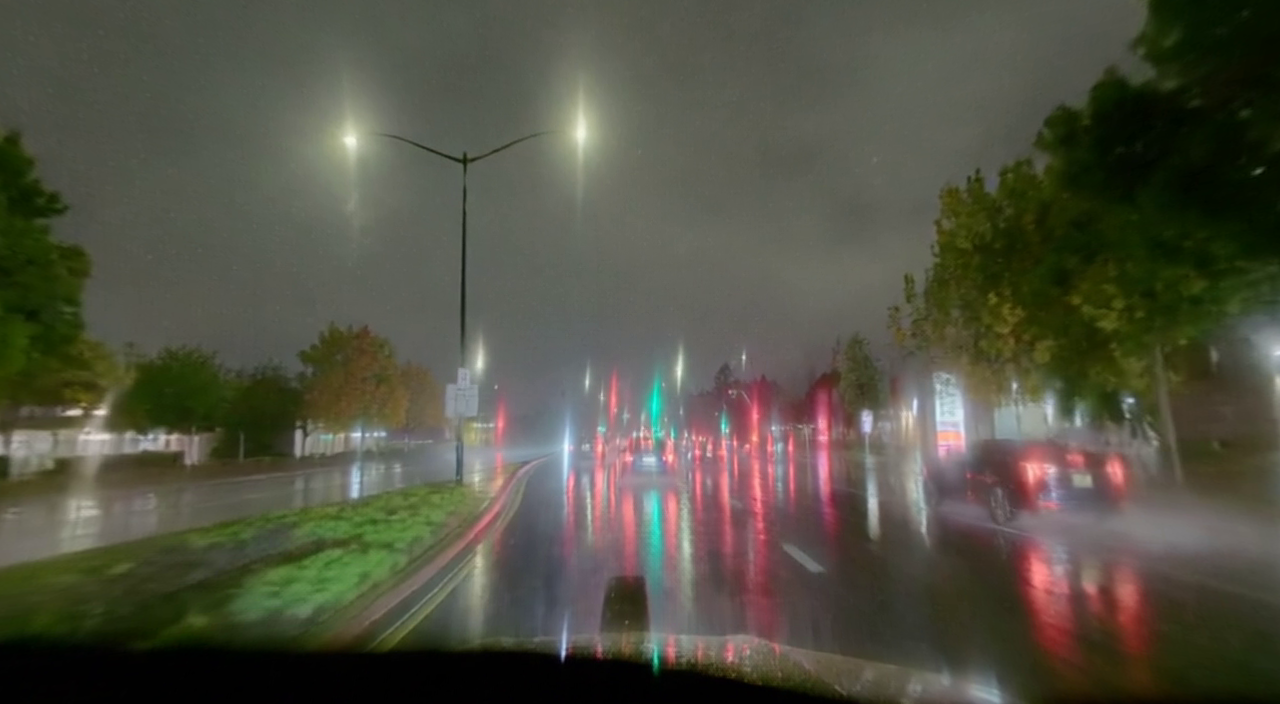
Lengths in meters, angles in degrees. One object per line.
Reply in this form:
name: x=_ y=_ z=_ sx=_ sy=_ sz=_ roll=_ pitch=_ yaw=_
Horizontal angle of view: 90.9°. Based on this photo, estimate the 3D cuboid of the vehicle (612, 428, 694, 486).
vehicle: x=0.370 y=2.987 z=18.175 sx=2.096 sy=1.473 sz=3.893 roll=0 pitch=-8 yaw=1

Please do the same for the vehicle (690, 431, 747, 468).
vehicle: x=3.521 y=4.449 z=28.941 sx=1.988 sy=1.528 sz=4.144 roll=0 pitch=-8 yaw=-1

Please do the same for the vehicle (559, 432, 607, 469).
vehicle: x=-2.457 y=4.318 z=27.890 sx=1.938 sy=1.472 sz=4.399 roll=0 pitch=-8 yaw=-3

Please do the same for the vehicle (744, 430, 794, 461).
vehicle: x=7.588 y=5.554 z=37.517 sx=2.044 sy=1.701 sz=4.397 roll=0 pitch=-8 yaw=0

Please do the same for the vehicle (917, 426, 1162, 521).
vehicle: x=7.355 y=2.256 z=12.303 sx=1.892 sy=1.515 sz=4.400 roll=0 pitch=-8 yaw=0
